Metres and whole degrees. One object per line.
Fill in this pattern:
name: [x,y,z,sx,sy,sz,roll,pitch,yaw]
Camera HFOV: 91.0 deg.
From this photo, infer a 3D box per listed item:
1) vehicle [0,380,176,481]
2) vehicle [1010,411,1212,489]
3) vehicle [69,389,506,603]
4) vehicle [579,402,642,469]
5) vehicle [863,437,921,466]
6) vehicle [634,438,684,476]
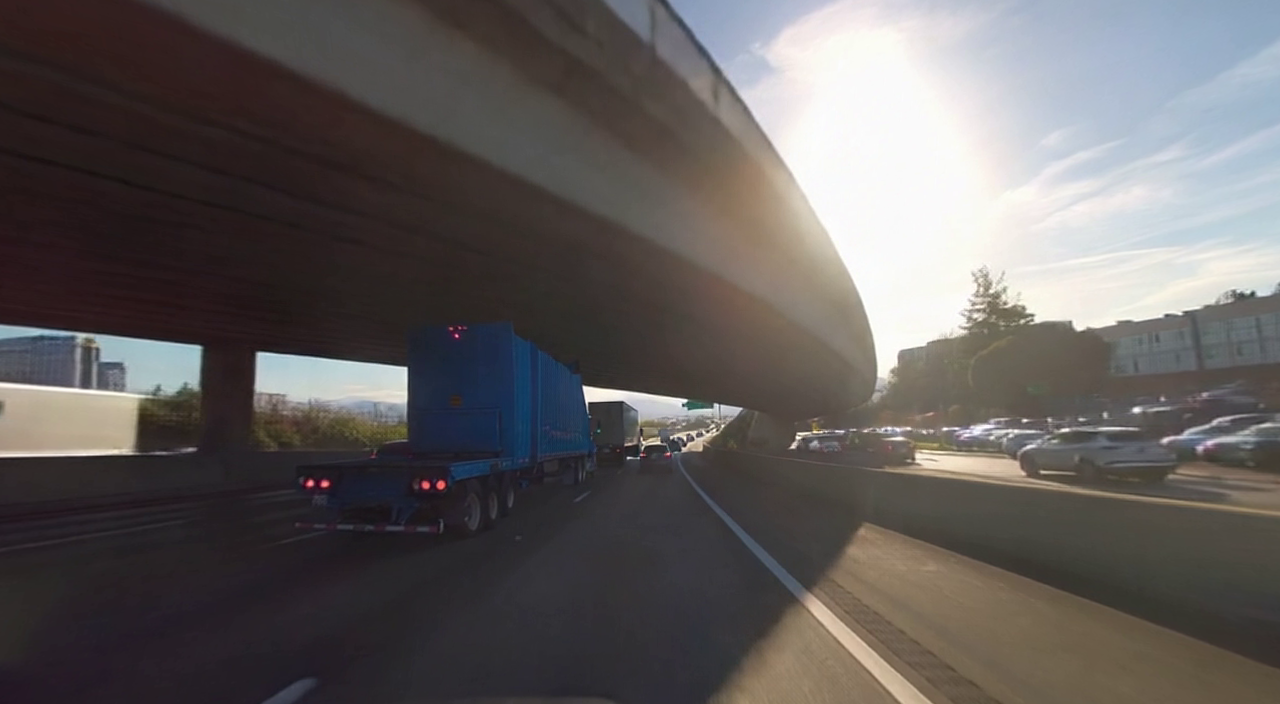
vehicle: [-26.274,3.190,25.339,2.898,3.867,15.220,-1,-9,4]
vehicle: [14.392,3.072,19.880,2.186,2.074,5.586,-1,-9,2]
vehicle: [-3.345,1.457,7.105,2.896,1.779,3.441,0,-8,0]
vehicle: [-1.746,5.606,41.892,3.073,3.894,9.782,-1,-9,4]
vehicle: [15.373,6.089,38.696,2.022,1.675,4.792,-1,-9,5]
vehicle: [0.922,4.886,29.514,2.178,1.640,4.071,-1,-9,3]
